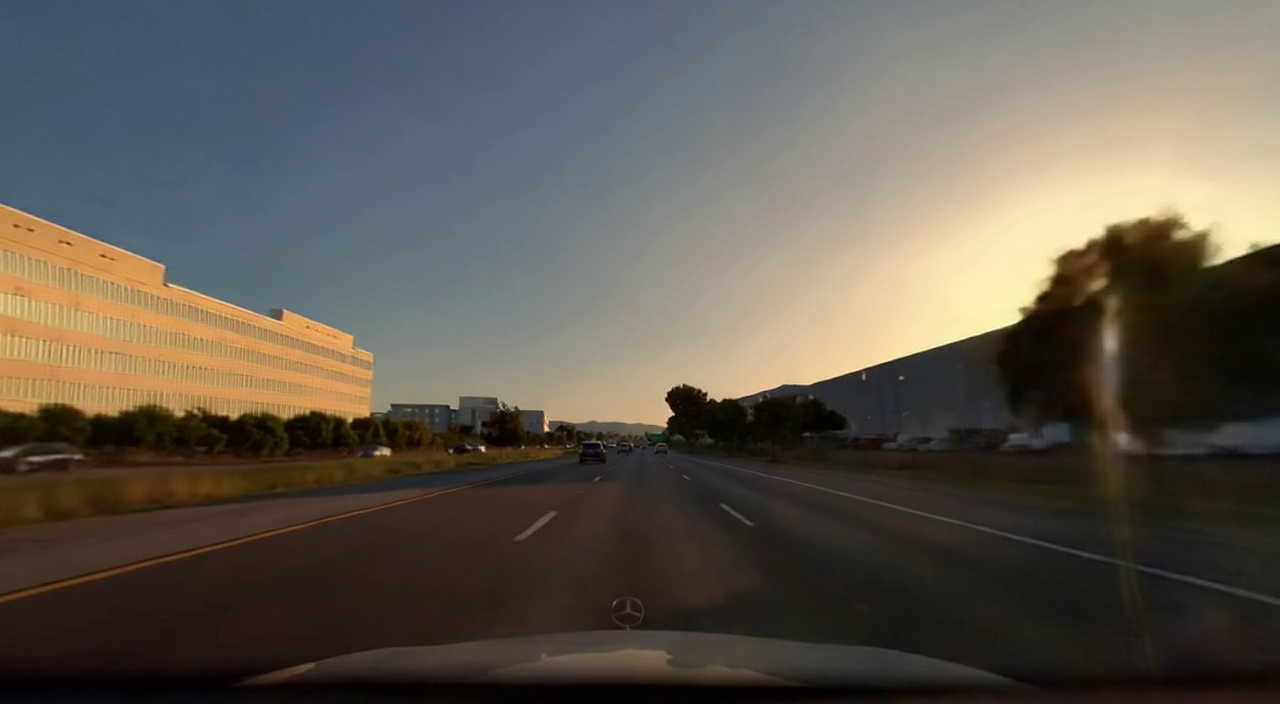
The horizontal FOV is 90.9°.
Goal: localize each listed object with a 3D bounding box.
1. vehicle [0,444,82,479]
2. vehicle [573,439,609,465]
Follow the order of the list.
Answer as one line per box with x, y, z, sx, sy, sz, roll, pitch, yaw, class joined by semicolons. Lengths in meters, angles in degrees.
-35.770;6.238;36.184;2.153;1.874;5.710;0;-9;0;vehicle
-3.650;7.554;47.900;2.218;1.850;4.774;0;-9;1;vehicle
